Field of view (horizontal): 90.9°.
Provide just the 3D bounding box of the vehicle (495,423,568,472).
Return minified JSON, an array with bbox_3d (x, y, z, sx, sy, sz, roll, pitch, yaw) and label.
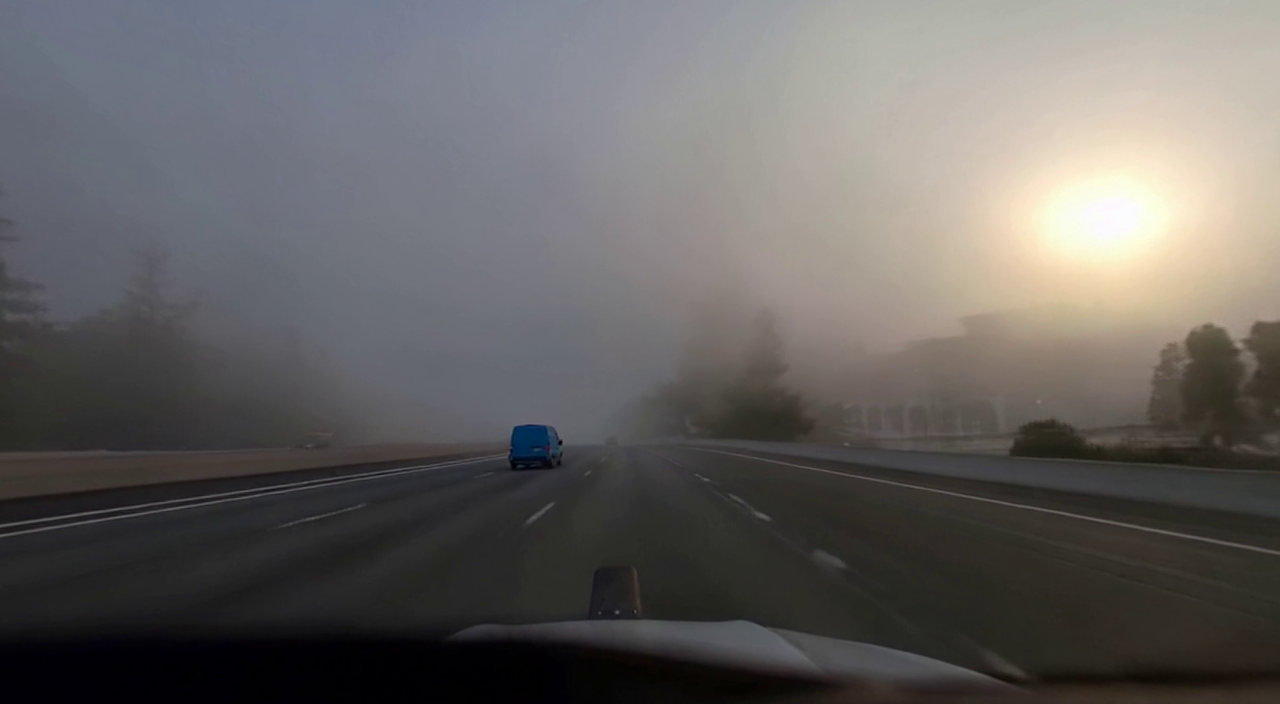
[{"bbox_3d":[-4.363,3.884,26.057,2.219,1.827,4.738,0,-8,-1],"label":"vehicle"}]
